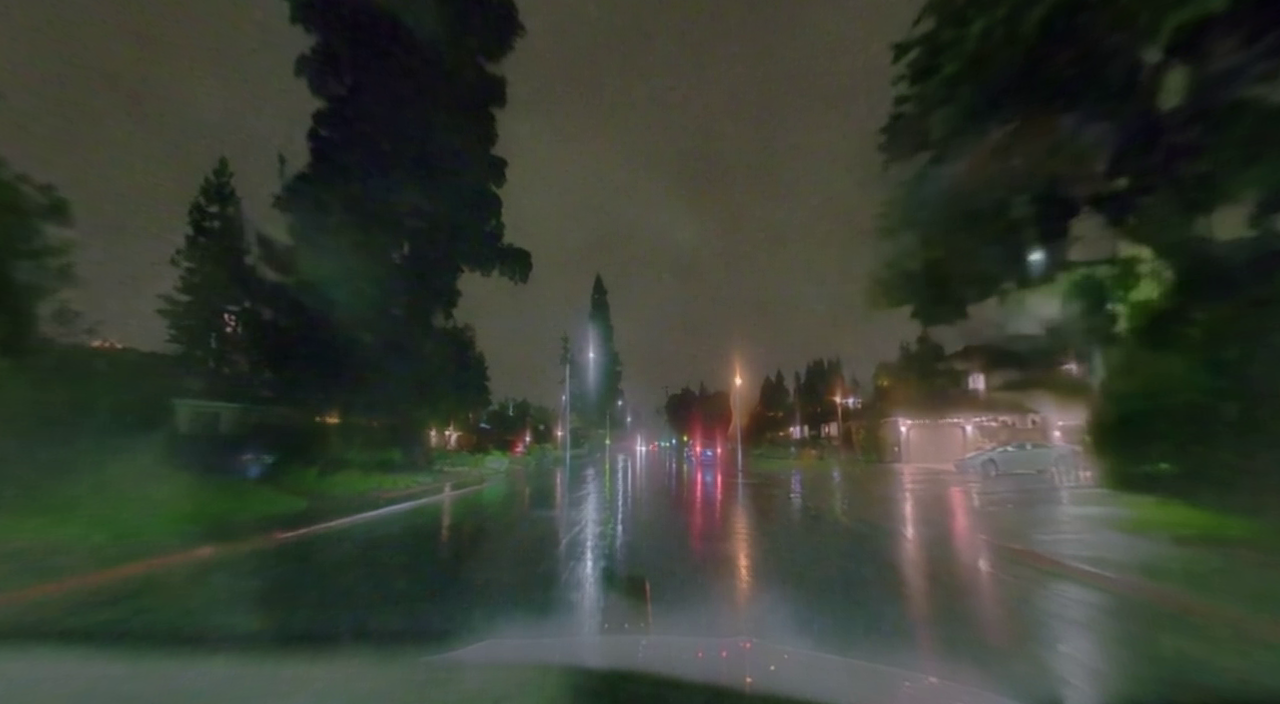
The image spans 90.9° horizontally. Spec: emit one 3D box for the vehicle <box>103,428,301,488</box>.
[{"bbox_3d":[-13.198,3.213,19.232,4.543,1.691,1.957,0,-8,0],"label":"vehicle"}]

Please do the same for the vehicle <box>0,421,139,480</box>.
[{"bbox_3d":[-18.488,3.000,19.309,4.530,1.678,1.994,0,-8,2],"label":"vehicle"}]

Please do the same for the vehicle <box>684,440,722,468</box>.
[{"bbox_3d":[4.193,6.855,42.638,2.046,1.760,4.570,0,-8,-1],"label":"vehicle"}]

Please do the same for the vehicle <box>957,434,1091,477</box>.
[{"bbox_3d":[17.648,4.786,29.197,4.681,1.810,2.249,-2,-8,5],"label":"vehicle"}]

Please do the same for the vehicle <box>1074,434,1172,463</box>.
[{"bbox_3d":[27.868,5.586,36.619,2.009,1.538,4.676,0,-8,0],"label":"vehicle"}]
